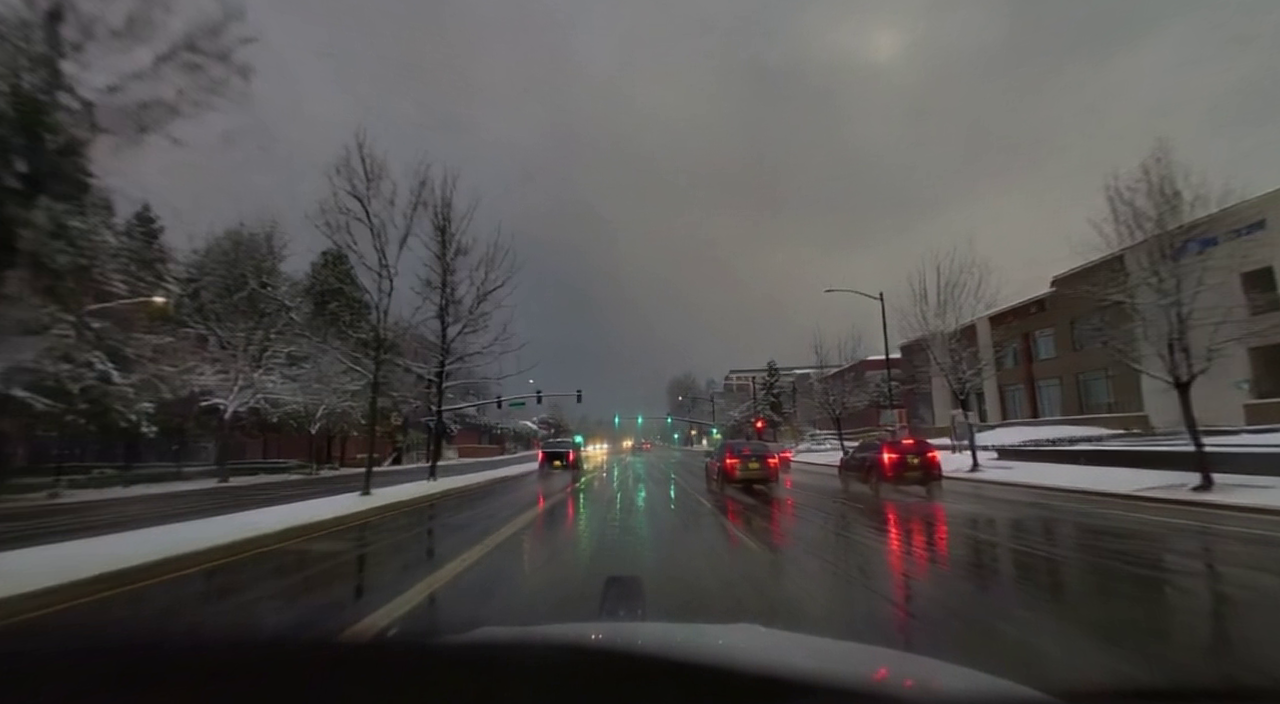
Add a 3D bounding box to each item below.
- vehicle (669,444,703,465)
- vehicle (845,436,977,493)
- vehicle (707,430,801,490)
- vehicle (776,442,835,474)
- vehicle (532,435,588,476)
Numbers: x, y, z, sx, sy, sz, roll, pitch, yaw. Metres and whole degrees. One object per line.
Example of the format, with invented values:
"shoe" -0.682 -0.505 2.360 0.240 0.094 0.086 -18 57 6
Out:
"vehicle" 3.359 7.613 47.027 2.054 1.473 4.511 0 -8 -2
"vehicle" 8.141 3.406 19.546 1.944 1.503 4.723 0 -8 0
"vehicle" 3.632 3.541 21.113 2.152 1.742 4.704 0 -8 -1
"vehicle" 8.262 5.322 31.973 1.884 1.478 4.164 0 -8 1
"vehicle" -3.770 4.947 30.463 2.155 1.797 3.989 -1 -8 1
